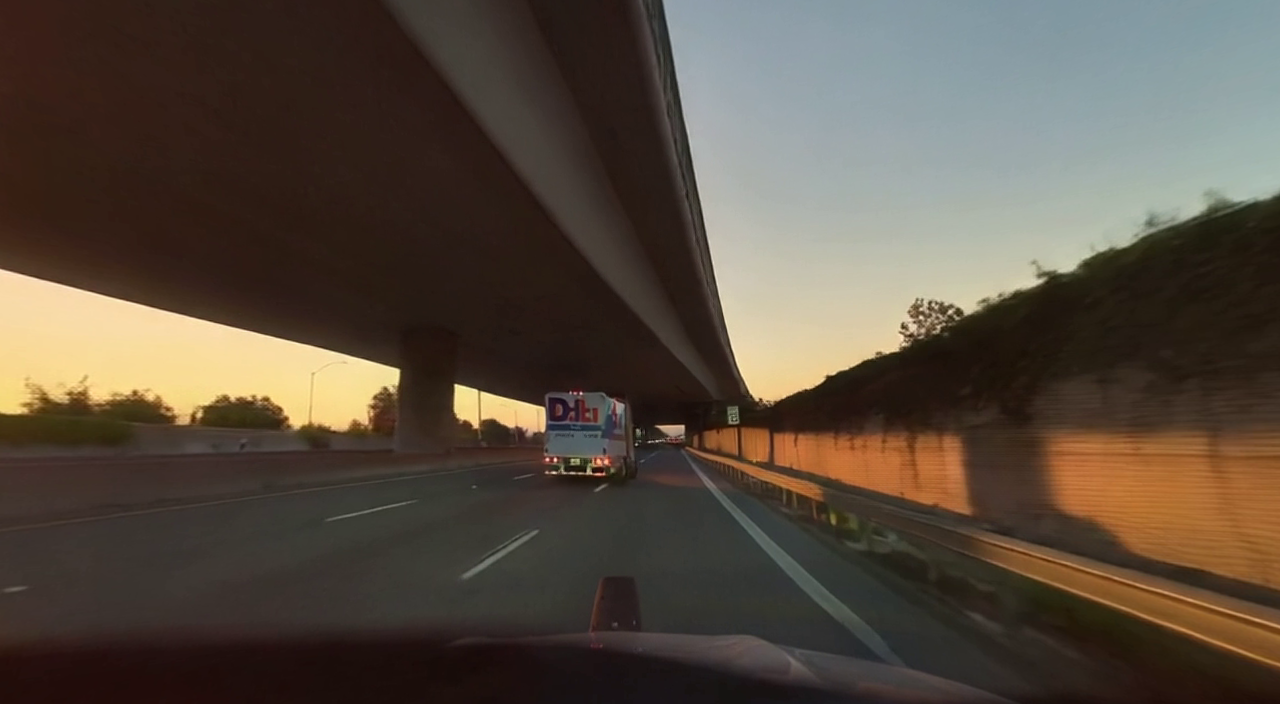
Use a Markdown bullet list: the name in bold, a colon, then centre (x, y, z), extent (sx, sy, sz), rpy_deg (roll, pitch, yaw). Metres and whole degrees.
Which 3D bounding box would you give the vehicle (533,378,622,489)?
- **vehicle**: centre (-2.524, 3.683, 28.464), extent (2.796, 4.184, 8.554), rpy_deg (1, -8, 2)
